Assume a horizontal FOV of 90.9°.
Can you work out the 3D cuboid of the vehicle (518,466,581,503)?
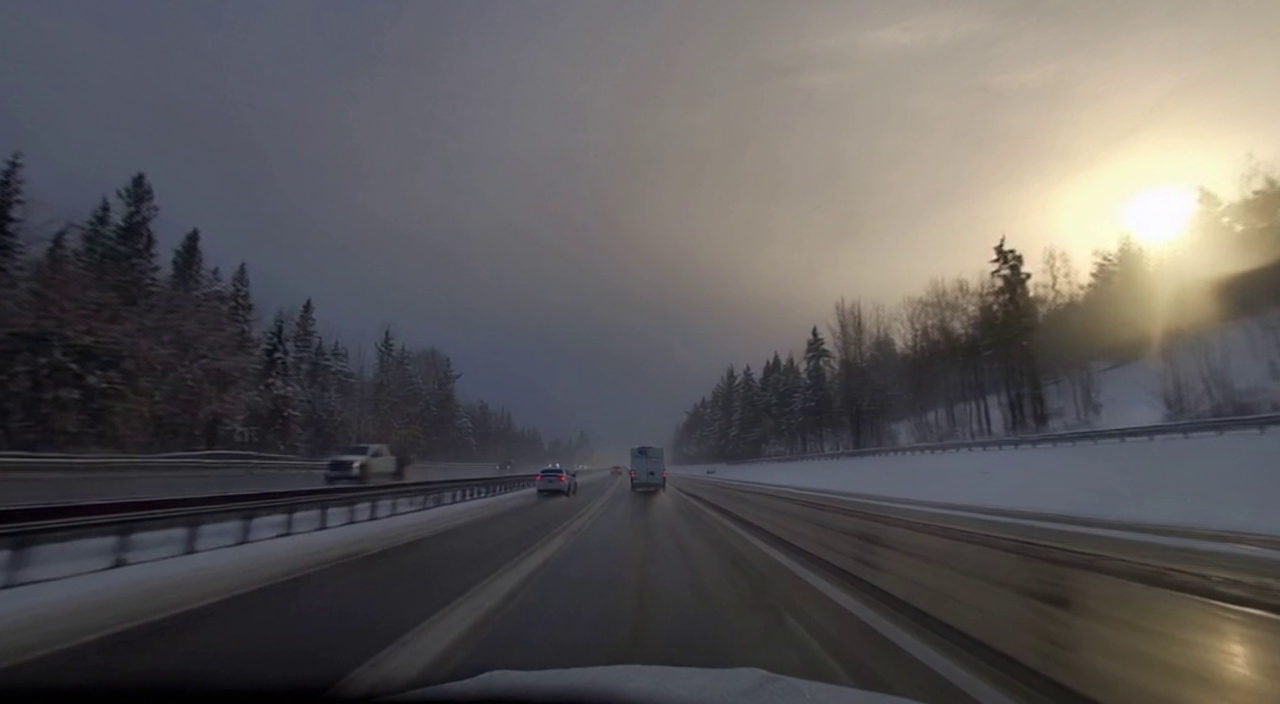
[{"bbox_3d":[-4.043,6.031,28.970,2.128,1.491,4.508,1,-10,1],"label":"vehicle"}]

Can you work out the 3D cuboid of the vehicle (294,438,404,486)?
[{"bbox_3d":[-12.264,4.761,27.053,2.092,1.807,5.343,1,-11,1],"label":"vehicle"}]

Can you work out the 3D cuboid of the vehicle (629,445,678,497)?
[{"bbox_3d":[0.651,6.512,34.497,2.482,2.549,5.447,1,-10,-1],"label":"vehicle"}]
